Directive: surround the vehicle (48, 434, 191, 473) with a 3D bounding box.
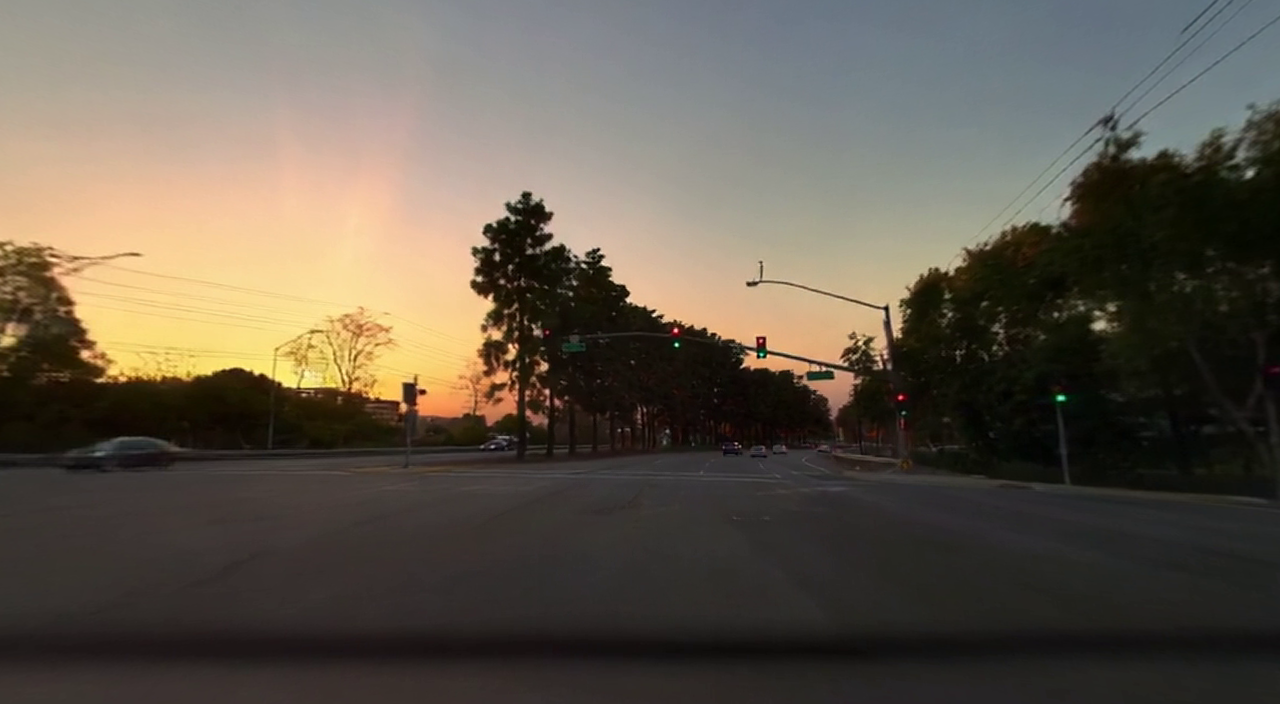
[{"bbox_3d":[-21.416,4.200,26.300,1.844,1.455,4.538,-1,-9,5],"label":"vehicle"}]
